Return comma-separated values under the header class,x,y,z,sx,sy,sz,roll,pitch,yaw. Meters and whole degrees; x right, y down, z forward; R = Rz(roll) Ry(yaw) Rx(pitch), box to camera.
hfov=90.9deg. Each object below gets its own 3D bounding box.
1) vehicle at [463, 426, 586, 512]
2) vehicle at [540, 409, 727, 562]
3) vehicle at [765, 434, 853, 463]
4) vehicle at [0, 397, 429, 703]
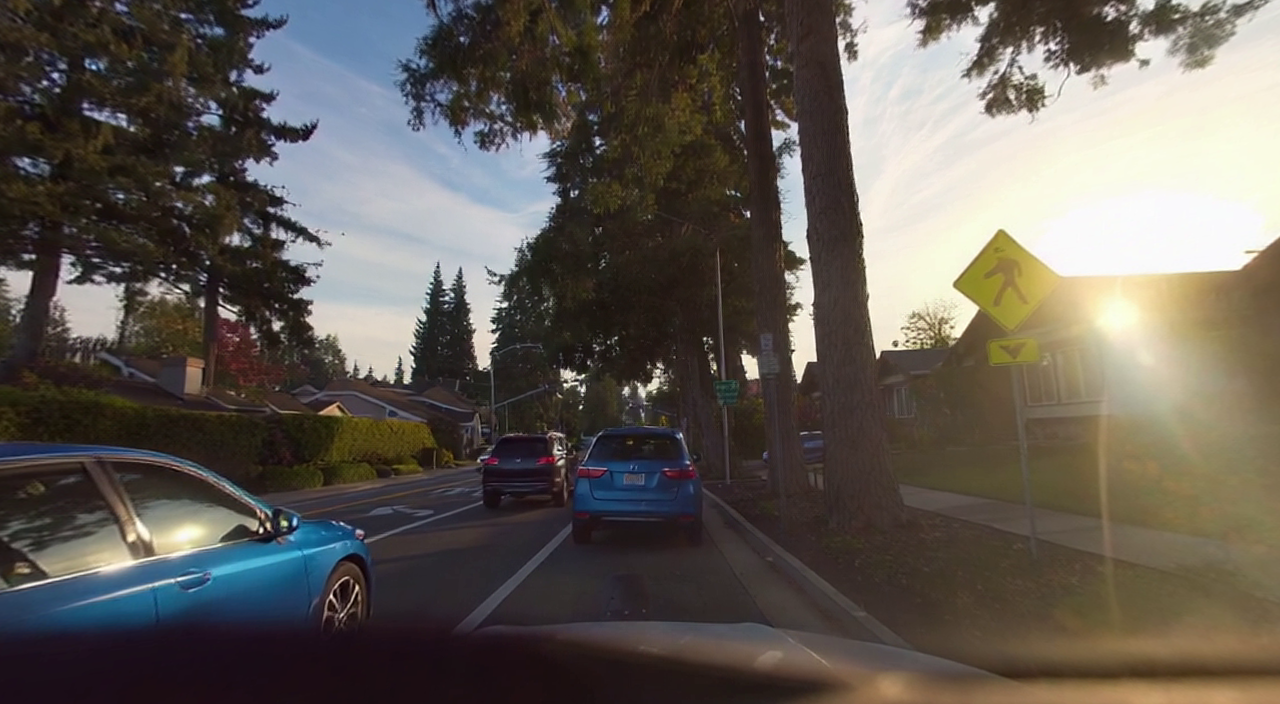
class,x,y,z,sx,sy,sz,roll,pitch,yaw
vehicle,-2.554,2.719,15.045,2.000,1.737,4.133,0,-9,2
vehicle,-0.057,1.818,9.204,2.120,1.718,3.909,0,-9,1
vehicle,9.424,5.421,35.395,4.456,1.504,1.914,-1,-9,4
vehicle,-2.868,1.062,3.076,1.968,1.472,4.685,0,-9,1
